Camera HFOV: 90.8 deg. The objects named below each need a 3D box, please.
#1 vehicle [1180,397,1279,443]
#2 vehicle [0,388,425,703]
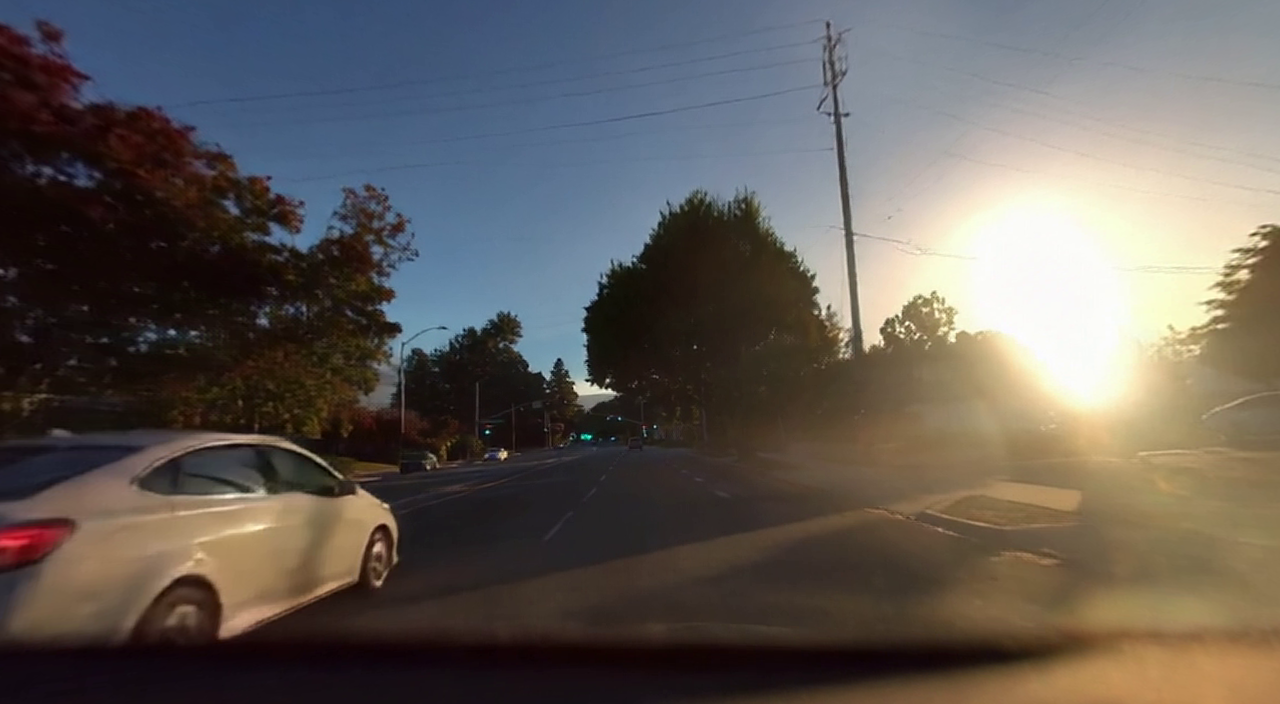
[{"bbox_3d":[29.075,3.358,30.608,2.019,1.960,4.772,-1,-9,8],"label":"vehicle"},{"bbox_3d":[-3.151,1.165,4.026,2.113,1.493,4.222,0,-8,-1],"label":"vehicle"}]
